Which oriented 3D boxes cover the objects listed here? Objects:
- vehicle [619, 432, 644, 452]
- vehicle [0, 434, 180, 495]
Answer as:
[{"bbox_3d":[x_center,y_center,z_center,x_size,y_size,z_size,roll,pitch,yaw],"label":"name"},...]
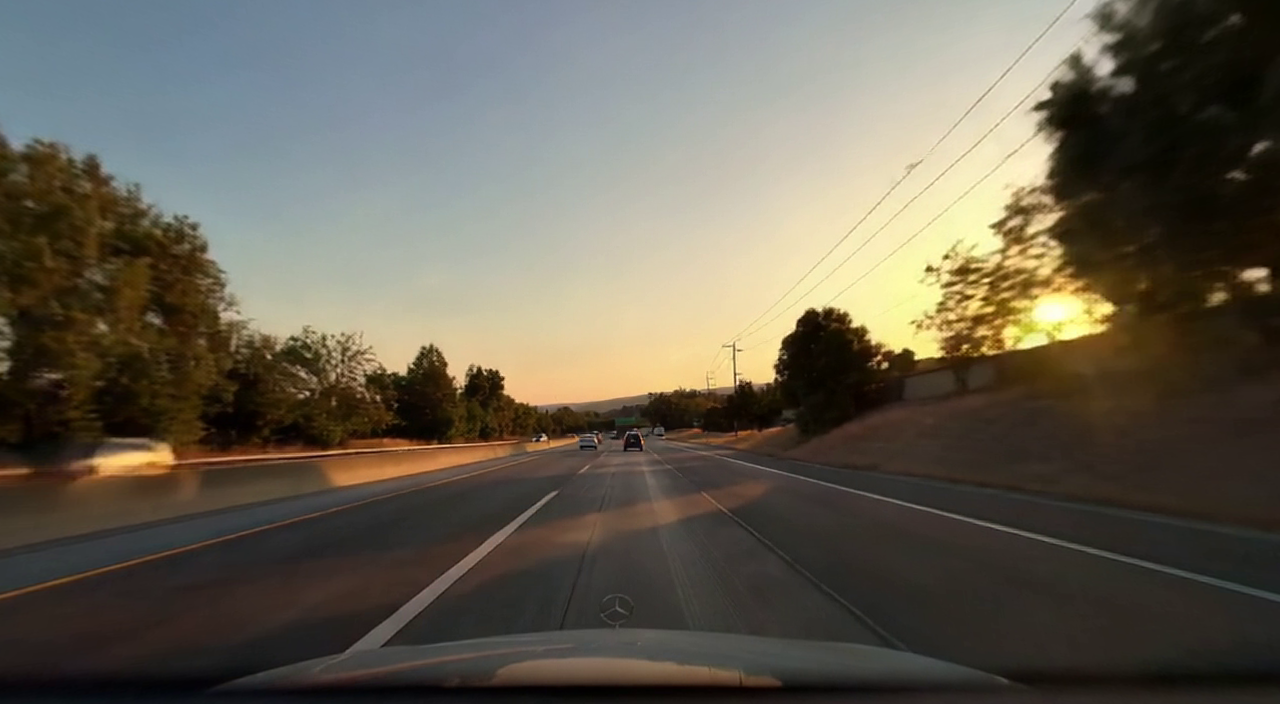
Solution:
[{"bbox_3d":[-0.662,7.109,49.753,1.890,1.472,3.716,0,-8,-1],"label":"vehicle"},{"bbox_3d":[-17.364,3.459,20.050,1.963,1.688,4.677,0,-8,-1],"label":"vehicle"}]
